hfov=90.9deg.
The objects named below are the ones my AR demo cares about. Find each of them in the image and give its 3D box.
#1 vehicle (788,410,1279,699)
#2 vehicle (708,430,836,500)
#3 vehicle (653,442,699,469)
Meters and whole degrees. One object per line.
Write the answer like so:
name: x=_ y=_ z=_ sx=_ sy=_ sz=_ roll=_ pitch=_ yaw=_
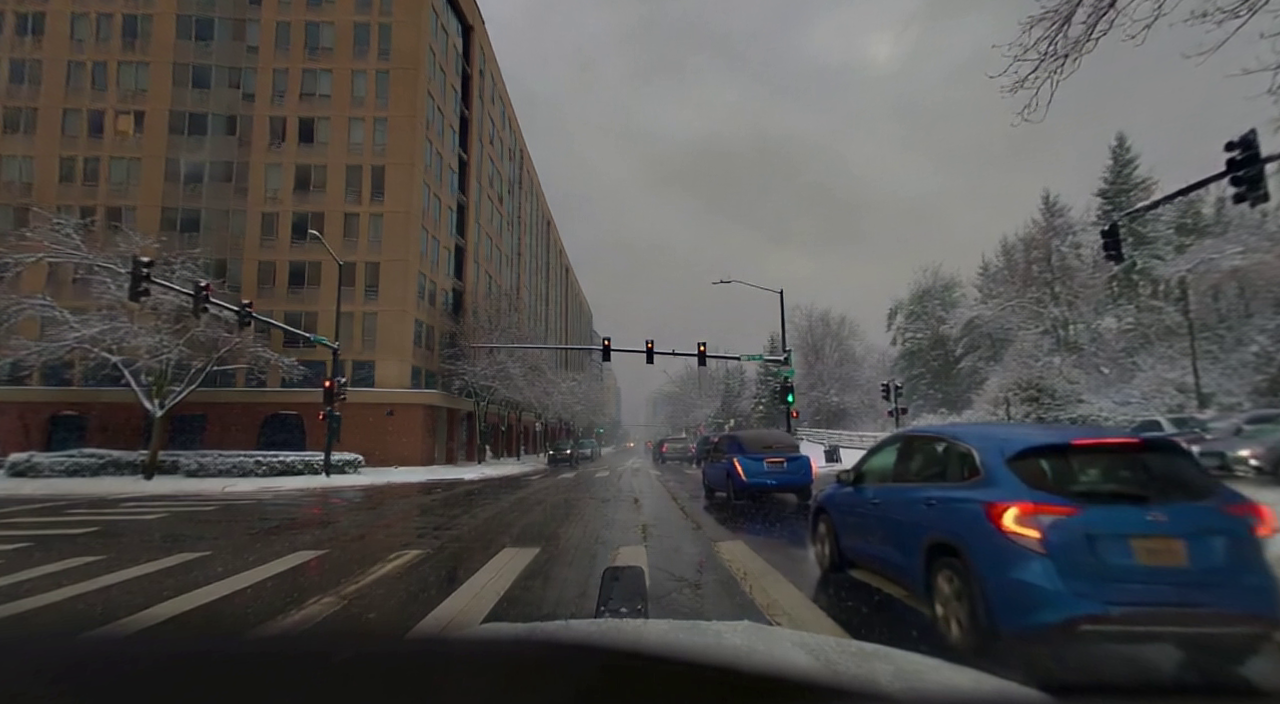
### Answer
vehicle: x=2.862 y=1.367 z=5.508 sx=2.039 sy=1.470 sz=4.355 roll=0 pitch=-8 yaw=-1
vehicle: x=3.015 y=2.702 z=15.481 sx=2.009 sy=1.443 sz=4.509 roll=0 pitch=-8 yaw=-2
vehicle: x=1.918 y=5.717 z=35.079 sx=2.040 sy=1.421 sz=4.550 roll=0 pitch=-8 yaw=-3
